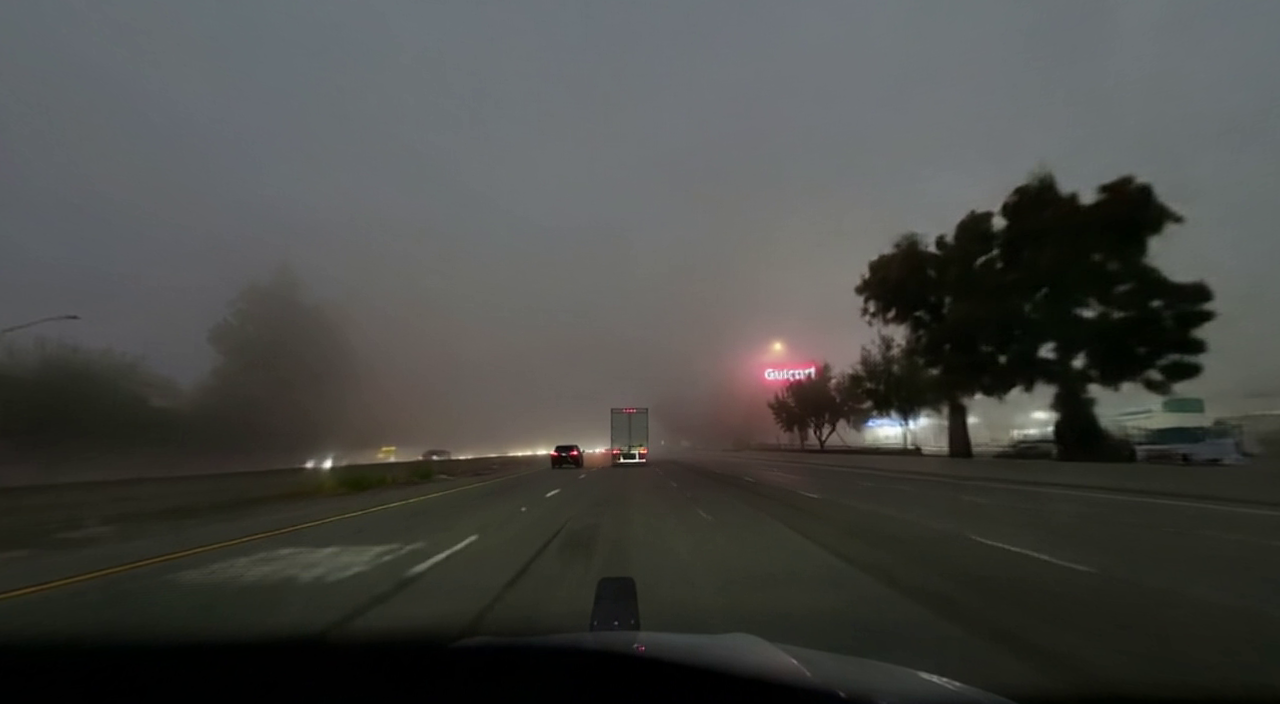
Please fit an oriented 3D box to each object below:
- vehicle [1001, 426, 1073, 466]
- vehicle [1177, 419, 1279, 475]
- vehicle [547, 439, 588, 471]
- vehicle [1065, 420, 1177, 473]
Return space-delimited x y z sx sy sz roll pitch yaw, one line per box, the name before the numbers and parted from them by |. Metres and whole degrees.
vehicle | 28.981 6.907 46.453 2.277 2.699 7.384 -2 -9 16
vehicle | 35.692 5.500 36.696 6.779 3.072 2.630 1 -8 -6
vehicle | -4.657 6.707 41.266 2.095 1.930 4.680 0 -9 0
vehicle | 26.245 5.199 34.820 2.193 2.640 5.959 -1 -9 9
